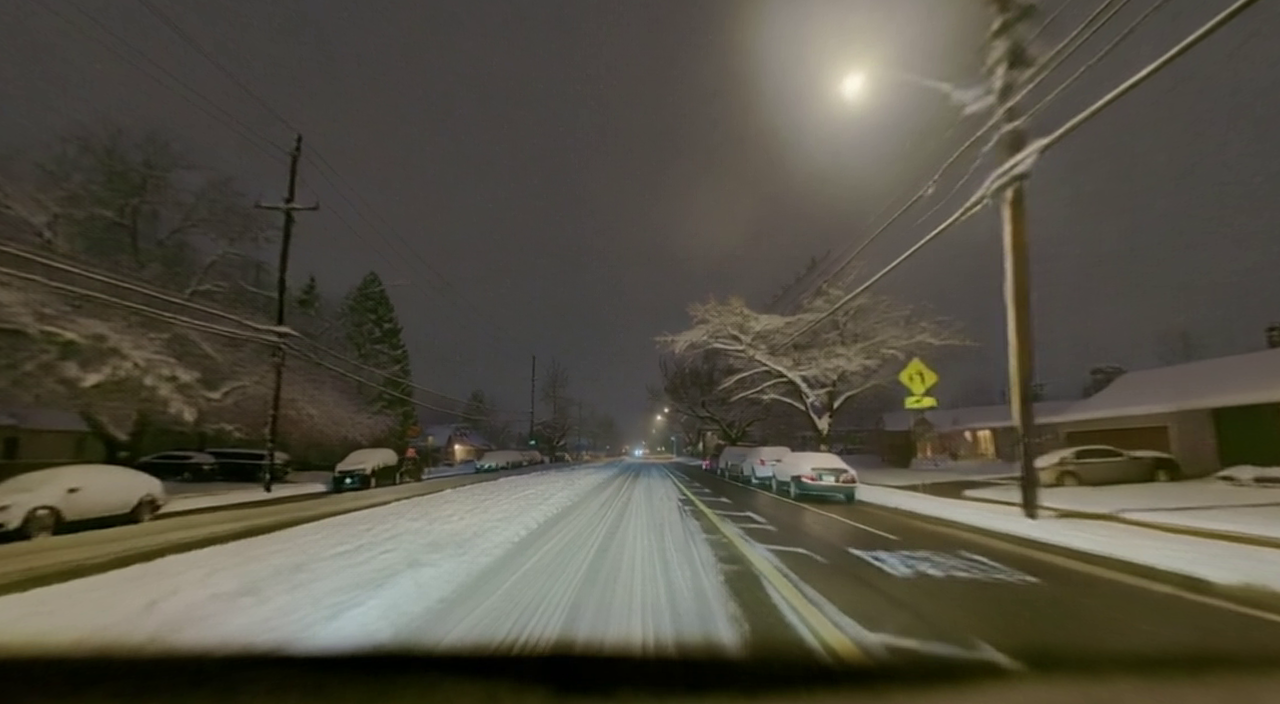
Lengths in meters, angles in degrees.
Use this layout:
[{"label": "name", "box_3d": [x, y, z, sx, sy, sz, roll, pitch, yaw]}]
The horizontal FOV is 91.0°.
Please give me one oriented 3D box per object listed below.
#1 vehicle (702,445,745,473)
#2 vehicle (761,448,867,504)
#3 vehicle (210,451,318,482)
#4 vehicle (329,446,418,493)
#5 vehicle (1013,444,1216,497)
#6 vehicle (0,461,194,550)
[{"label": "vehicle", "box_3d": [5.151, 6.670, 39.494, 2.009, 1.649, 5.156, 0, -9, 0]}, {"label": "vehicle", "box_3d": [5.049, 3.639, 18.930, 1.924, 1.471, 4.259, 0, -9, -1]}, {"label": "vehicle", "box_3d": [-20.764, 6.324, 34.902, 4.601, 1.613, 2.030, 0, -9, -1]}, {"label": "vehicle", "box_3d": [-12.085, 5.323, 28.947, 2.116, 1.875, 4.675, -3, -9, 0]}, {"label": "vehicle", "box_3d": [12.766, 3.183, 17.158, 3.983, 1.332, 1.812, 0, -9, 3]}, {"label": "vehicle", "box_3d": [-12.150, 3.157, 13.498, 1.877, 1.474, 4.419, -2, -9, 1]}]
